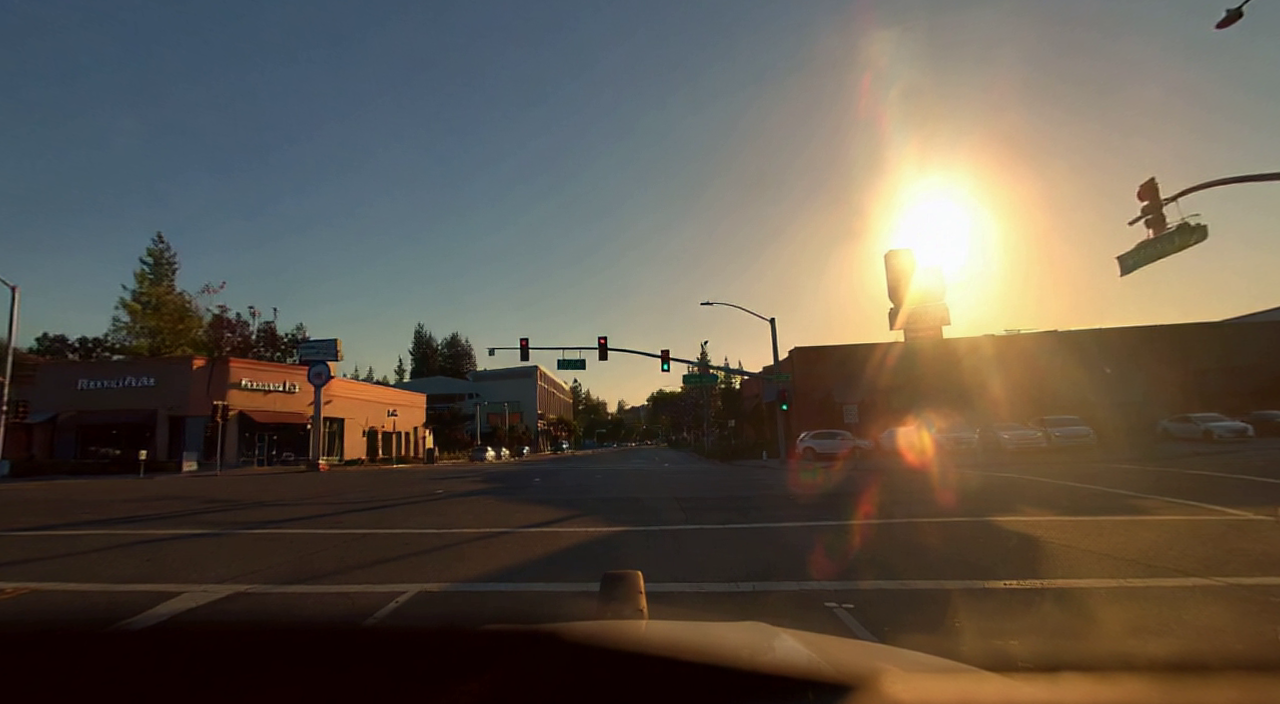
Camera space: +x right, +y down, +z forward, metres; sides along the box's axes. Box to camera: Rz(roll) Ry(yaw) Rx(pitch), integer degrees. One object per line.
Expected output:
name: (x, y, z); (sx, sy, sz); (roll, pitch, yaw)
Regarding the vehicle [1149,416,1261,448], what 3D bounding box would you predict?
vehicle: (28.274, 4.079, 31.729); (1.799, 1.459, 4.266); (0, -8, 3)
